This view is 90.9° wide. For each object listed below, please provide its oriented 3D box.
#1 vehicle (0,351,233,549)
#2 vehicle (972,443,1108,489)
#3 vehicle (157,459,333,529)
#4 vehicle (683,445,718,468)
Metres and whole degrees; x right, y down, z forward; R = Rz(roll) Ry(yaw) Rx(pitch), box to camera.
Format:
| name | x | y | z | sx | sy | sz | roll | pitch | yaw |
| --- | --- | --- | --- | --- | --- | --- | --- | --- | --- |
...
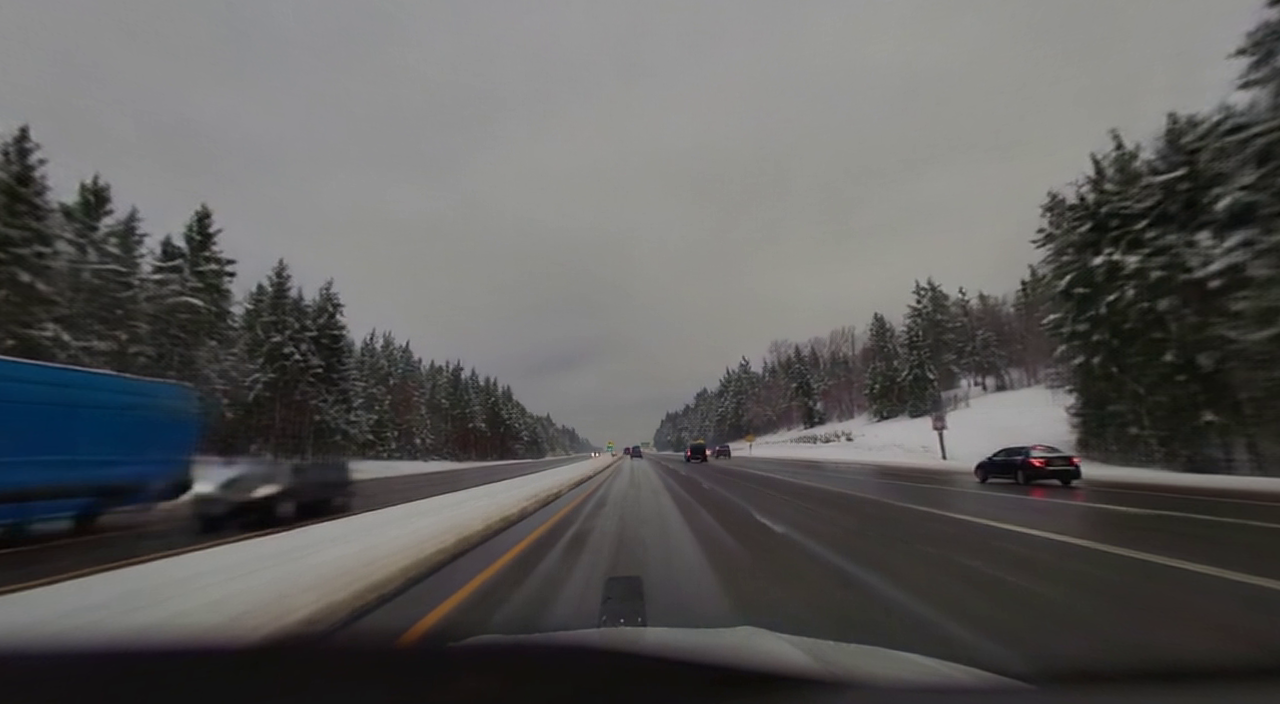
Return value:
| name | x | y | z | sx | sy | sz | roll | pitch | yaw |
| --- | --- | --- | --- | --- | --- | --- | --- | --- | --- |
| vehicle | -13.528 | 1.851 | 11.883 | 2.869 | 3.713 | 13.278 | 0 | -9 | 0 |
| vehicle | 13.357 | 3.825 | 21.361 | 1.926 | 1.386 | 3.719 | 1 | -9 | -5 |
| vehicle | -9.519 | 3.406 | 15.631 | 1.840 | 1.440 | 3.882 | 0 | -9 | 0 |
| vehicle | 4.340 | 7.593 | 45.875 | 2.058 | 1.605 | 4.116 | 0 | -9 | -2 |
